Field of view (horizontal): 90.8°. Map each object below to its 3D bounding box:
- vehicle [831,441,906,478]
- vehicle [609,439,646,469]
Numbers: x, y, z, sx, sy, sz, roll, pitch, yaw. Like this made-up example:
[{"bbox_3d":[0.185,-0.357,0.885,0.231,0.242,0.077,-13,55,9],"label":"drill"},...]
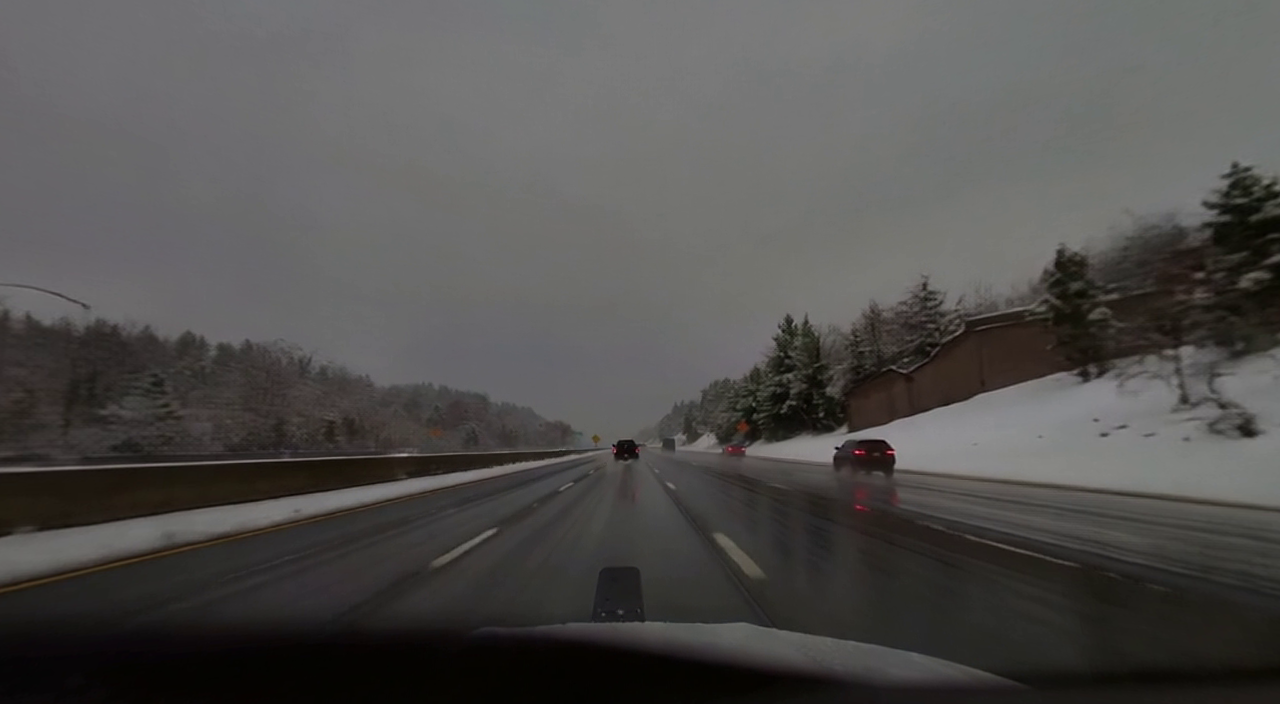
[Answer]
[{"bbox_3d":[11.113,5.226,31.097,1.912,1.673,4.438,0,-9,-1],"label":"vehicle"},{"bbox_3d":[-0.768,6.181,38.434,2.121,1.739,4.087,0,-9,-1],"label":"vehicle"}]
